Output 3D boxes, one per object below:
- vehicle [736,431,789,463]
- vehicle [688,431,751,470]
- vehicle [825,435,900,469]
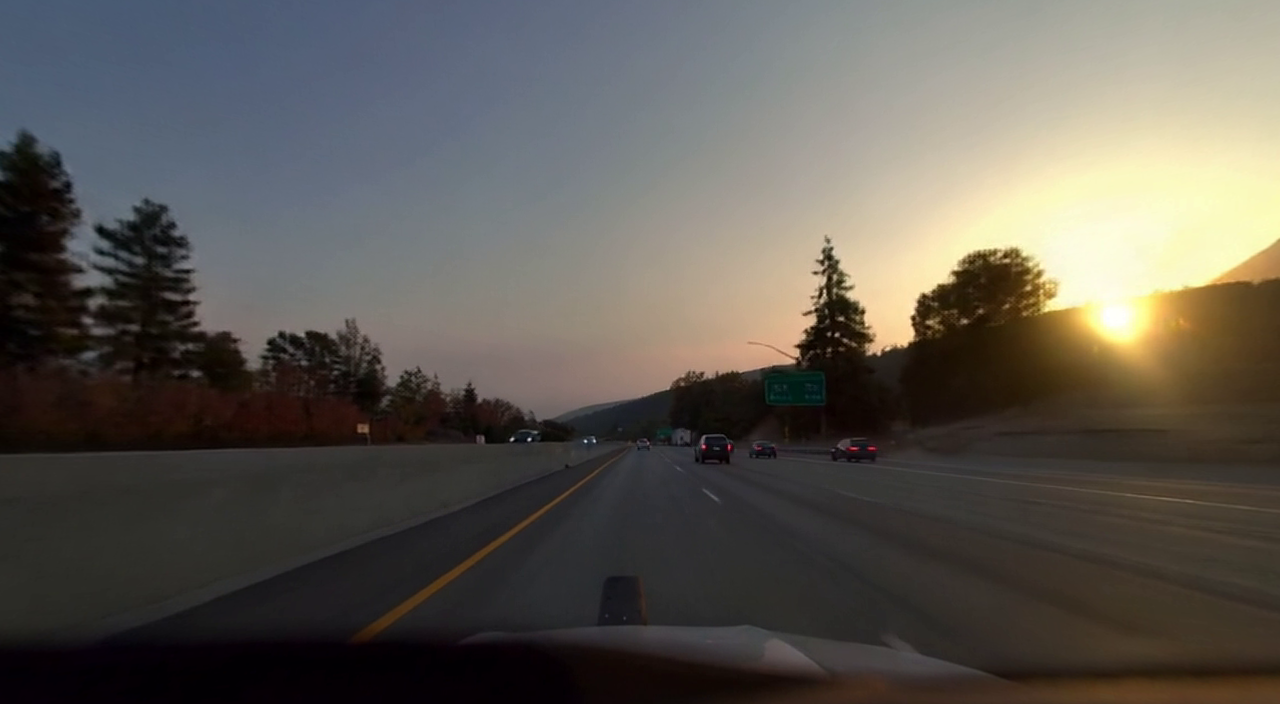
[{"bbox_3d":[7.185,5.626,37.403,2.178,1.749,4.570,0,-8,0],"label":"vehicle"},{"bbox_3d":[3.560,4.509,29.143,2.326,1.644,4.206,0,-8,-1],"label":"vehicle"},{"bbox_3d":[10.512,4.744,30.170,1.970,1.479,4.480,0,-8,0],"label":"vehicle"}]
